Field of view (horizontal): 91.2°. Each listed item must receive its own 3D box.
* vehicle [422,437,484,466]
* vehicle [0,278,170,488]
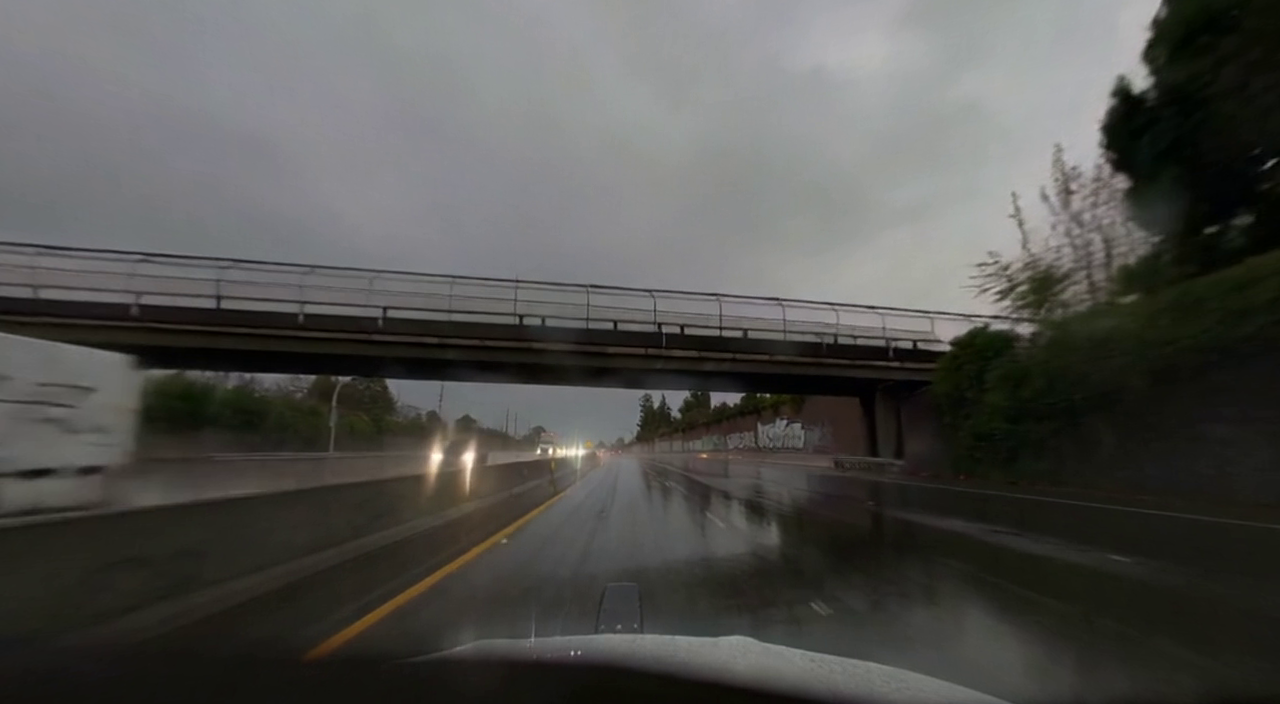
[{"bbox_3d":[-10.028,5.393,34.003,2.164,1.479,4.067,0,-9,-1],"label":"vehicle"},{"bbox_3d":[-13.798,0.187,9.381,3.020,3.998,14.022,0,-9,-2],"label":"vehicle"}]
